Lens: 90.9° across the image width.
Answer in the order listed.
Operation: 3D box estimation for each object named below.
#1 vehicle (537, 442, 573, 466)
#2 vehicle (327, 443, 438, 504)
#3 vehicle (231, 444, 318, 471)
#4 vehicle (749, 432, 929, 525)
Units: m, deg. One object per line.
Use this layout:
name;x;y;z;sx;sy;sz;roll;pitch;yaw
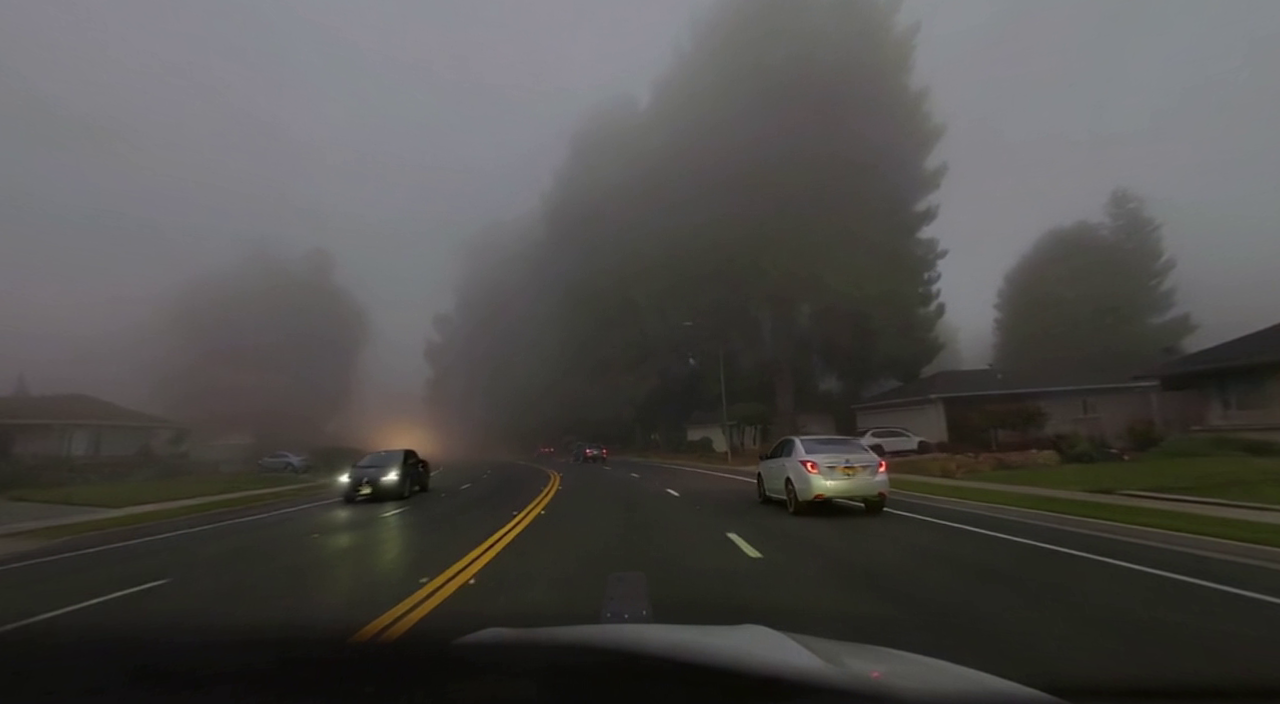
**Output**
vehicle;-6.435;7.632;47.241;2.106;1.667;4.367;2;-9;-15
vehicle;-8.081;3.798;20.283;2.091;1.700;4.438;1;-8;-6
vehicle;-23.662;6.820;40.880;4.477;1.631;1.893;7;-11;-40
vehicle;3.645;2.395;12.535;1.934;1.506;4.282;0;-8;-4
